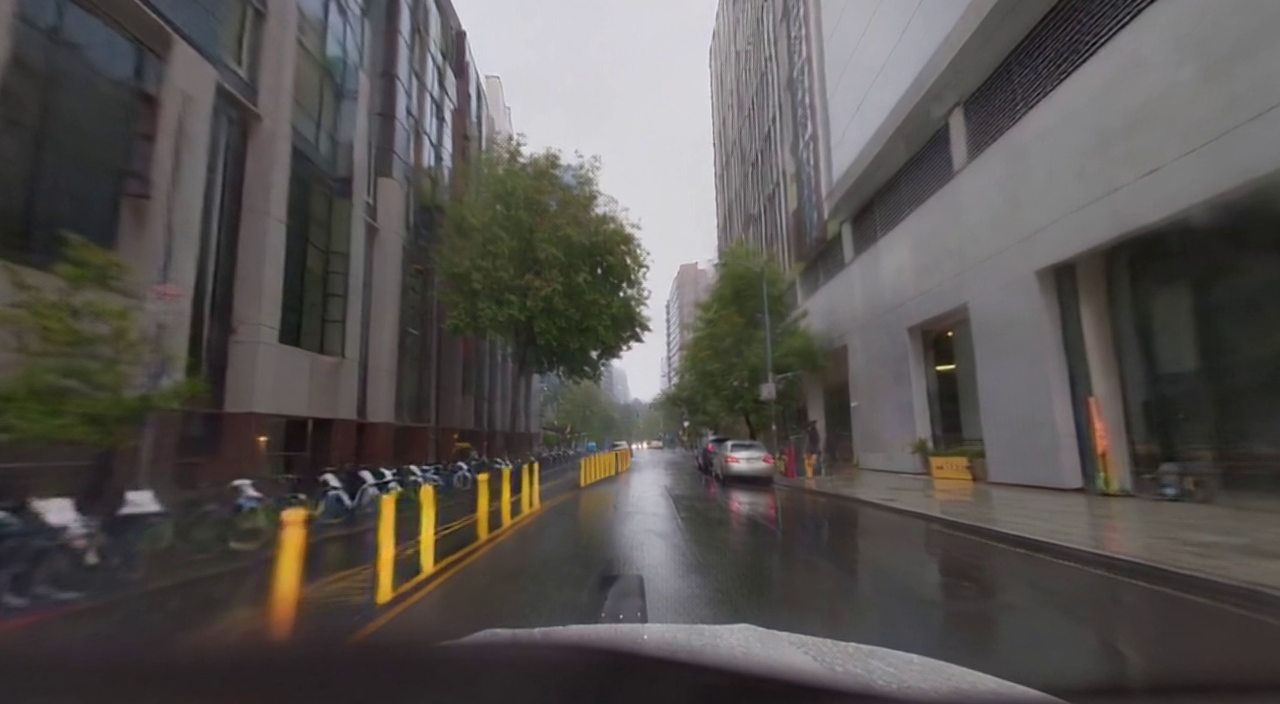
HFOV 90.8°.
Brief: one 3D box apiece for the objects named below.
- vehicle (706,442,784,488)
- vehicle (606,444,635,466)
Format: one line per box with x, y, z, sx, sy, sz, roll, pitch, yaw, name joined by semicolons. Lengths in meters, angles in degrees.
3.684;4.042;22.928;2.020;1.448;4.220;-1;-8;-1;vehicle
-1.407;7.505;46.323;2.035;1.506;4.075;-1;-9;-1;vehicle
